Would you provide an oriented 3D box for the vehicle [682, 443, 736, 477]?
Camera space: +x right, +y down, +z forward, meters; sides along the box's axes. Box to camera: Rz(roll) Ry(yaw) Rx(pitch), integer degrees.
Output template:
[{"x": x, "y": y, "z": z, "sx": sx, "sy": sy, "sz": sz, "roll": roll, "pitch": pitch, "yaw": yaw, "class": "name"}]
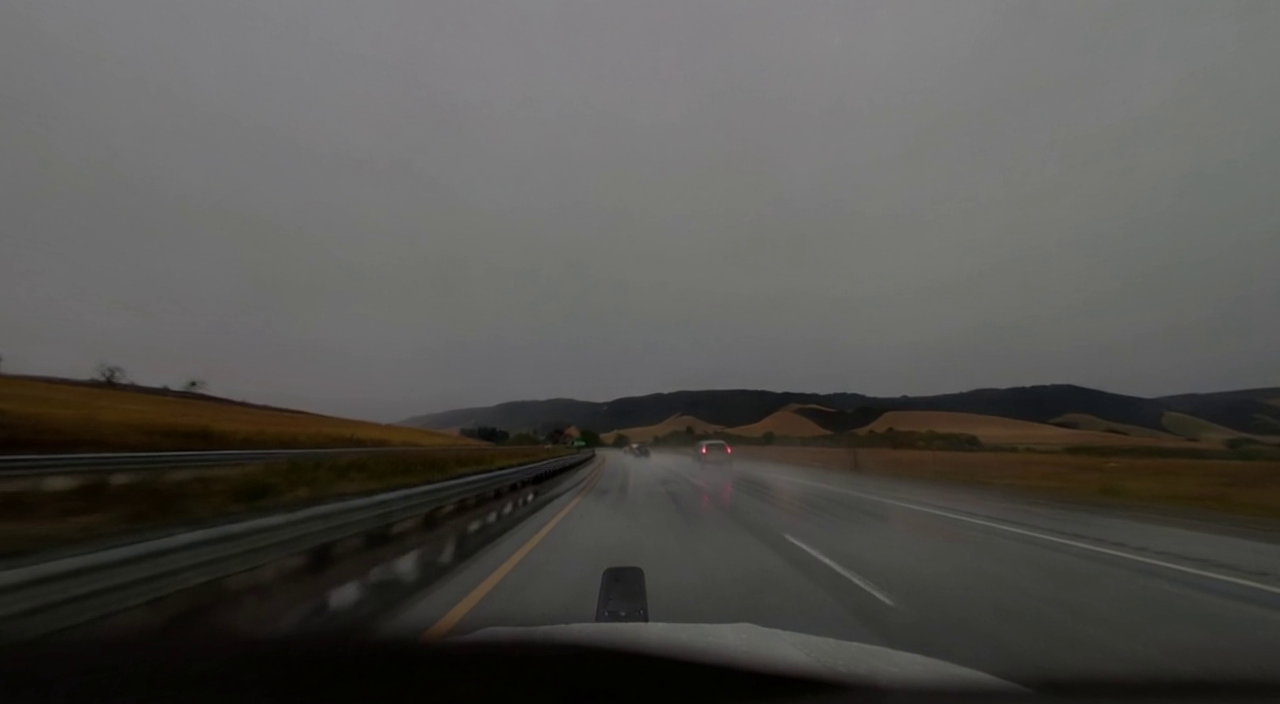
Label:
[{"x": 3.294, "y": 5.239, "z": 30.985, "sx": 1.960, "sy": 1.516, "sz": 4.657, "roll": 0, "pitch": -8, "yaw": -2, "class": "vehicle"}]
